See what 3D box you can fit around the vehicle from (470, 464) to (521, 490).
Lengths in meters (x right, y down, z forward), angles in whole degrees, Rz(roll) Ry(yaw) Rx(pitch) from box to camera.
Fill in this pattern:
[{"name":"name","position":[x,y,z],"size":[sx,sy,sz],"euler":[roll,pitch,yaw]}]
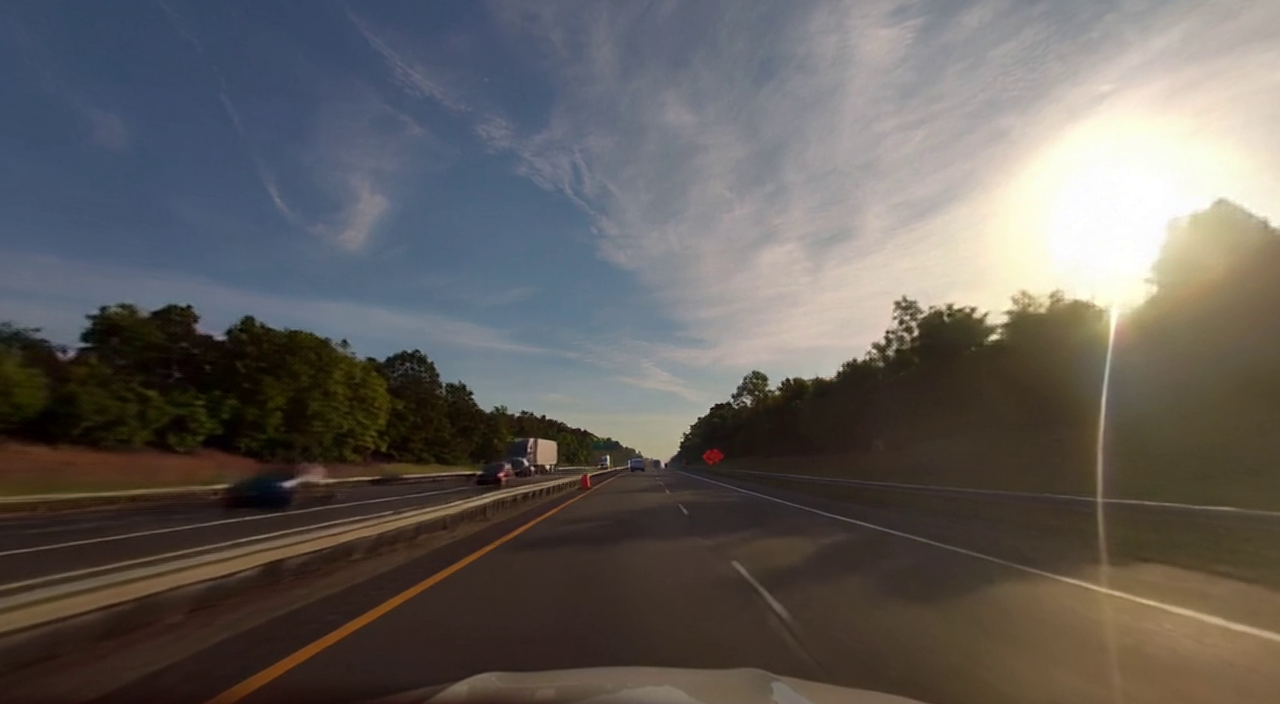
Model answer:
[{"name":"vehicle","position":[-8.888,7.736,39.191],"size":[1.921,1.479,4.747],"euler":[1,-10,1]}]

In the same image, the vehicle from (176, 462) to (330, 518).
[{"name":"vehicle","position":[-11.755,4.204,19.591],"size":[1.881,1.504,4.462],"euler":[1,-10,1]}]
